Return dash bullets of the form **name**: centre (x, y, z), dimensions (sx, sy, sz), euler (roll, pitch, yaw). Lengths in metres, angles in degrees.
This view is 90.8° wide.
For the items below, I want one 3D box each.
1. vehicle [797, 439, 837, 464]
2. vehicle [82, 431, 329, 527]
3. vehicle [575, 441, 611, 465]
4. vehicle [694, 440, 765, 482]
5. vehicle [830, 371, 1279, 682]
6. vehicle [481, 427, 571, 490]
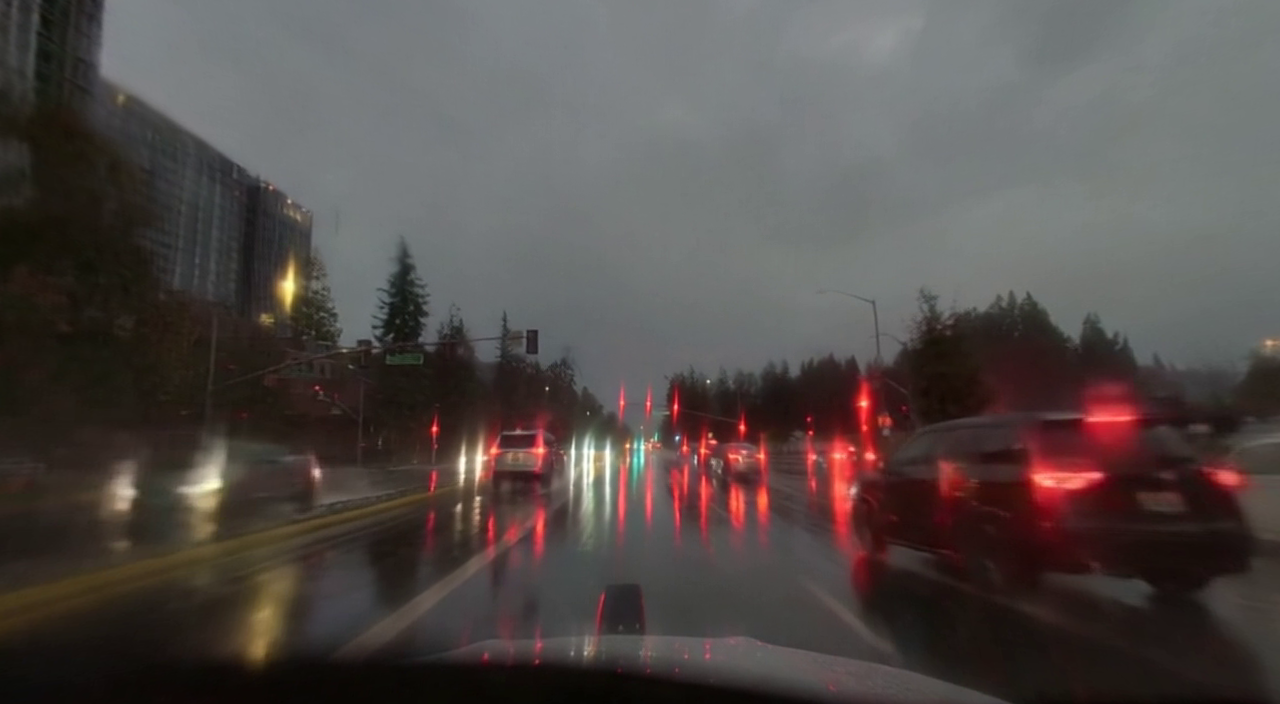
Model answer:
- **vehicle**: centre (12.053, 6.703, 42.746), dimensions (2.173, 1.614, 4.335), euler (-4, -9, 20)
- **vehicle**: centre (-8.821, 2.585, 13.480), dimensions (2.036, 1.655, 4.529), euler (0, -8, 0)
- **vehicle**: centre (-3.056, 6.621, 41.602), dimensions (2.032, 1.442, 4.336), euler (0, -8, 0)
- **vehicle**: centre (3.452, 4.300, 25.246), dimensions (2.054, 1.473, 4.511), euler (0, -8, -2)
- **vehicle**: centre (3.641, 1.320, 5.996), dimensions (2.152, 1.742, 4.704), euler (0, -8, -1)
- **vehicle**: centre (-3.562, 3.418, 20.563), dimensions (2.155, 1.797, 3.989), euler (-1, -8, 1)
